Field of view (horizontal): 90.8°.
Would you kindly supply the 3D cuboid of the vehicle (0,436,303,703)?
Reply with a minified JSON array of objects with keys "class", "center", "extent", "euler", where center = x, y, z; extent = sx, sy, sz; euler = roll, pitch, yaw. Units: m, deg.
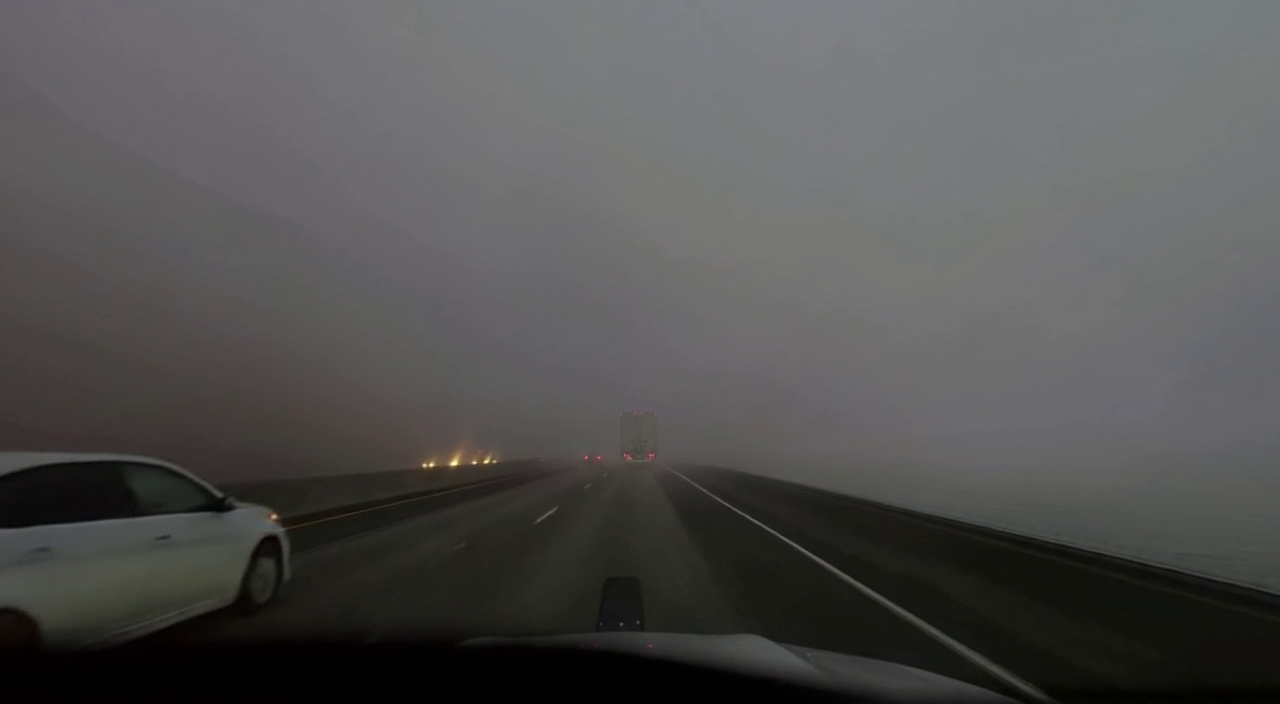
[{"class":"vehicle","center":[-4.053,1.244,3.704],"extent":[1.839,1.451,4.097],"euler":[-1,-9,1]}]

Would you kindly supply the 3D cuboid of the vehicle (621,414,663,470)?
[{"class":"vehicle","center":[0.024,6.936,48.247],"extent":[2.864,3.805,9.500],"euler":[0,-9,-2]}]
